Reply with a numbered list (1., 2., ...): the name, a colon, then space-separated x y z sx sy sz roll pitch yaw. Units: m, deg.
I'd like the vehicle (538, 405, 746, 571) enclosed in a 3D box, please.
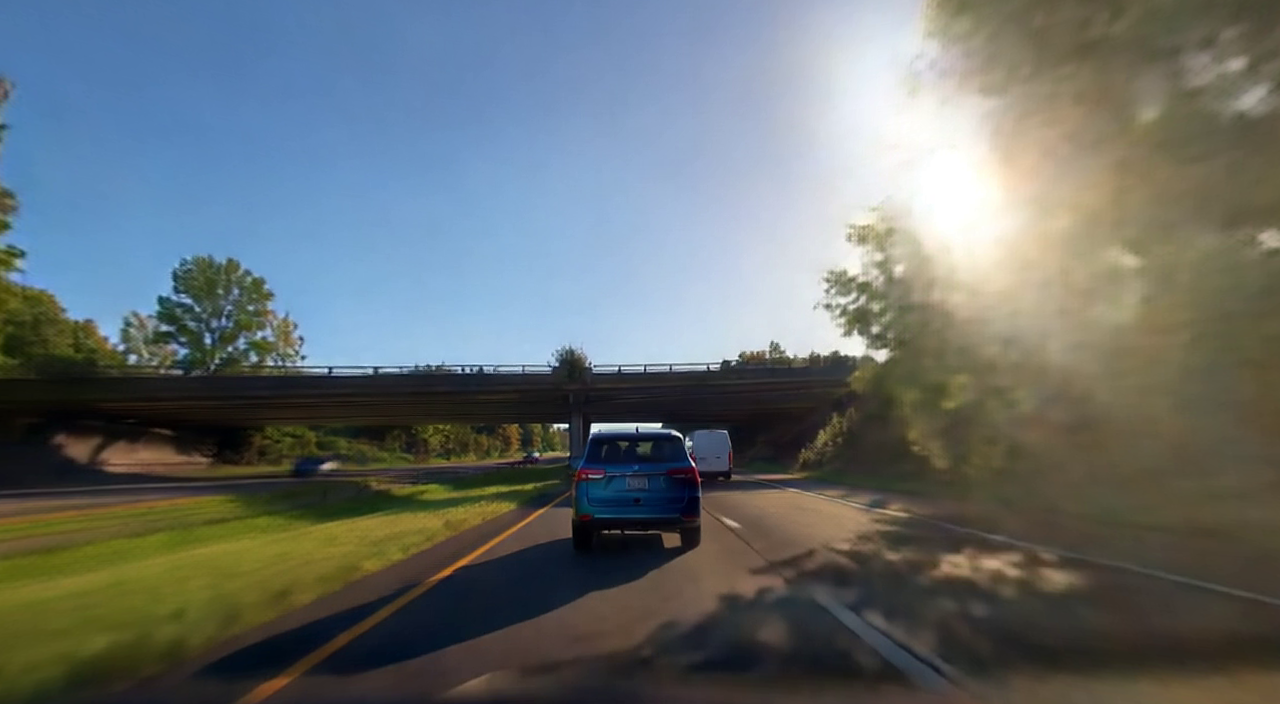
1. vehicle: 0.020 1.821 9.069 2.288 1.823 4.059 0 -9 0
